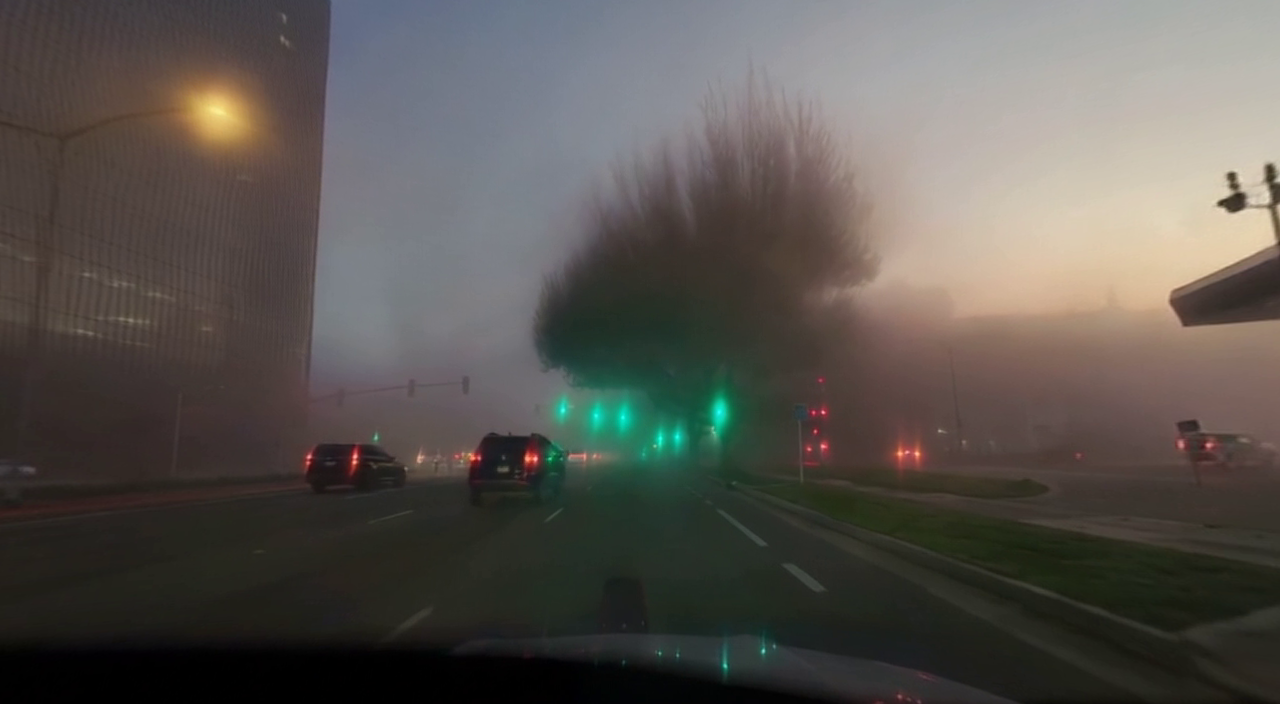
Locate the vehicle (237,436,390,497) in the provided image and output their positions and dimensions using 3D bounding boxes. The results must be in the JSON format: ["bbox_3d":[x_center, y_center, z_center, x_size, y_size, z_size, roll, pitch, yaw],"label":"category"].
[{"bbox_3d":[-9.365,3.300,18.638,1.965,1.541,4.718,0,-8,1],"label":"vehicle"}]

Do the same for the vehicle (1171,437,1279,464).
[{"bbox_3d":[43.528,7.304,46.883,5.651,1.907,2.097,-3,-9,17],"label":"vehicle"}]

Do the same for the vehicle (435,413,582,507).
[{"bbox_3d":[-3.275,2.916,17.522,2.602,2.091,6.347,0,-8,1],"label":"vehicle"}]

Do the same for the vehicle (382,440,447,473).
[{"bbox_3d":[-11.933,5.555,33.663,1.875,1.624,4.151,0,-8,1],"label":"vehicle"}]
